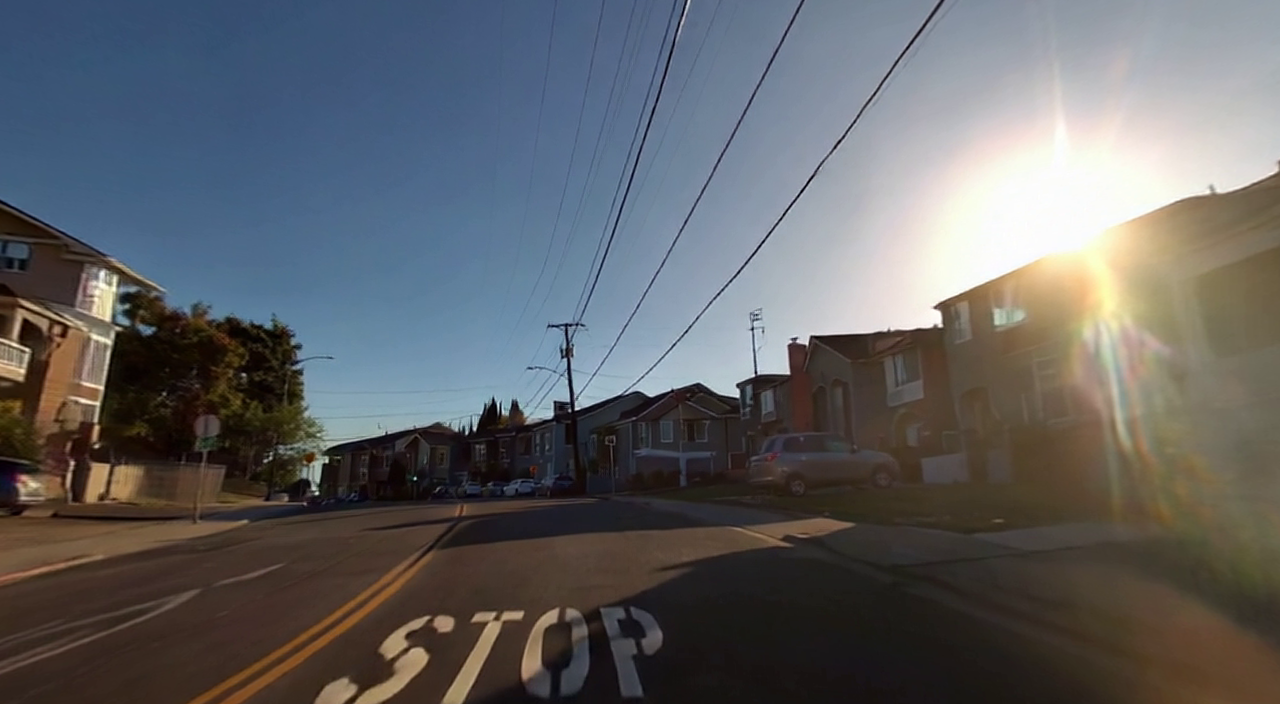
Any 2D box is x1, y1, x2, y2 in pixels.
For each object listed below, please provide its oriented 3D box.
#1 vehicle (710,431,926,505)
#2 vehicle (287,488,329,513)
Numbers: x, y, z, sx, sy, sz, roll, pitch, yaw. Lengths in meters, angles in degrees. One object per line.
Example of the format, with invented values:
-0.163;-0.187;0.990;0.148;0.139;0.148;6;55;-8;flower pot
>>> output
5.135;3.358;18.617;5.578;1.842;2.300;0;-9;-12;vehicle
-25.036;11.156;47.542;1.994;1.515;4.385;6;-11;-37;vehicle
